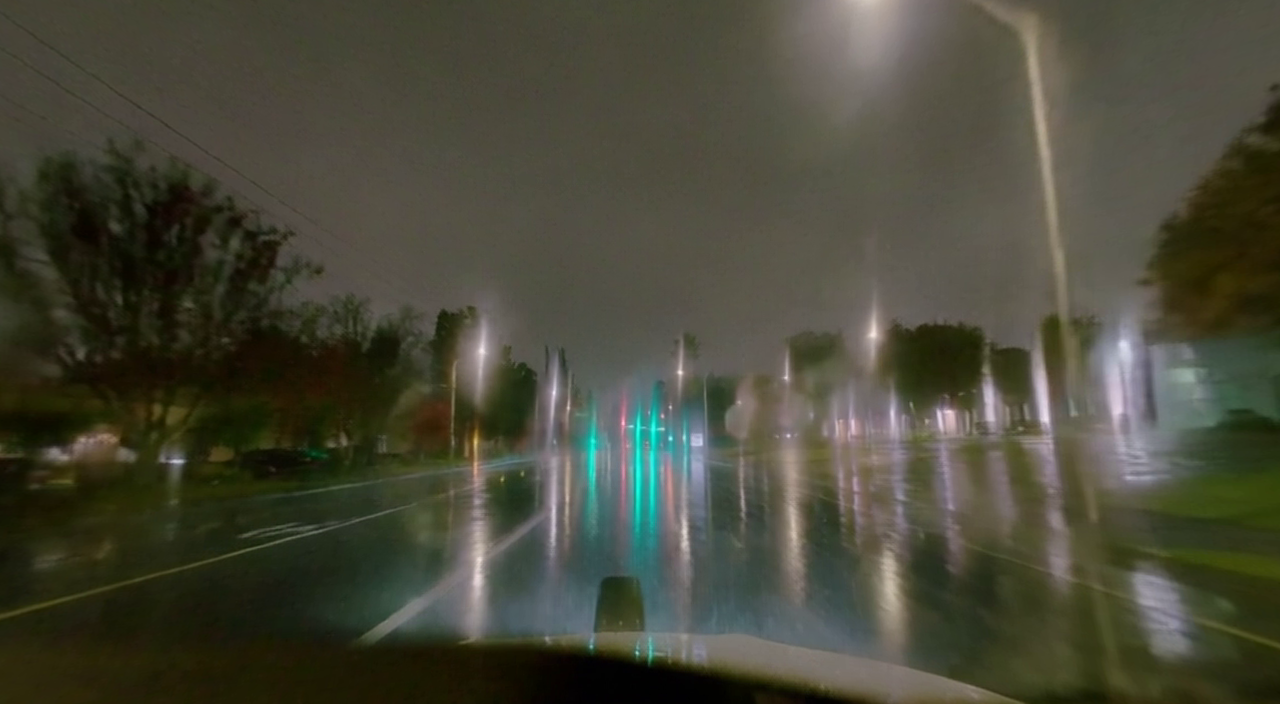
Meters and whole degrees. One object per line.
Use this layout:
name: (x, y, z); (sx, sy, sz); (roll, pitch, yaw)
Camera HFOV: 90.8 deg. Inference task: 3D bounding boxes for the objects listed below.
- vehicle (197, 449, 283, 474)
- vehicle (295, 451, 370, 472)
vehicle: (-28.301, 7.742, 44.783); (4.626, 1.753, 2.054); (0, -9, 0)
vehicle: (-23.211, 8.261, 47.802); (4.686, 1.495, 1.879); (0, -9, 1)
